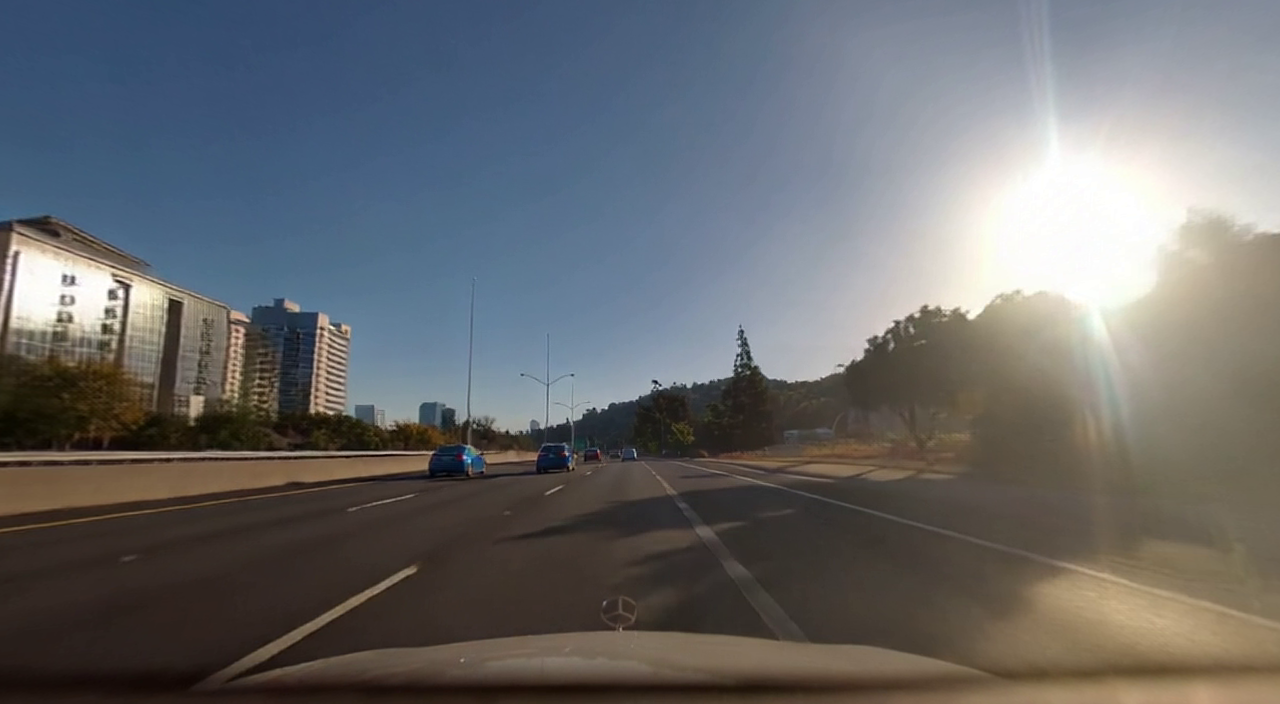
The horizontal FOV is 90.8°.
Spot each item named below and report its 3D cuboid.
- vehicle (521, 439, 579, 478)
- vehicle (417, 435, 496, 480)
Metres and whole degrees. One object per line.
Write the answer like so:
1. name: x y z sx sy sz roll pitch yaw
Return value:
1. vehicle: -4.173 4.993 29.908 2.075 1.702 4.257 0 -9 0
2. vehicle: -8.042 4.675 28.238 2.040 1.824 4.917 0 -9 0
